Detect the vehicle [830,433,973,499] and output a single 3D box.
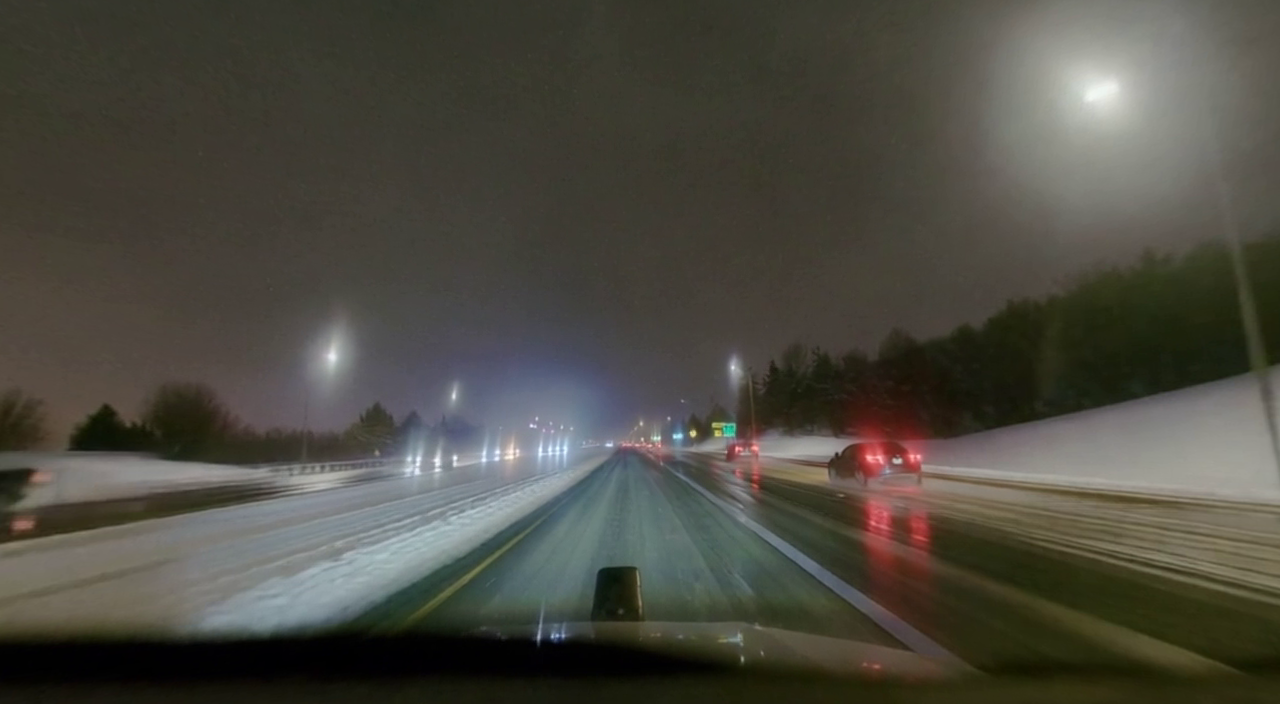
[{"bbox_3d":[6.985,3.086,17.542,1.901,1.548,4.684,0,-9,-1],"label":"vehicle"}]
